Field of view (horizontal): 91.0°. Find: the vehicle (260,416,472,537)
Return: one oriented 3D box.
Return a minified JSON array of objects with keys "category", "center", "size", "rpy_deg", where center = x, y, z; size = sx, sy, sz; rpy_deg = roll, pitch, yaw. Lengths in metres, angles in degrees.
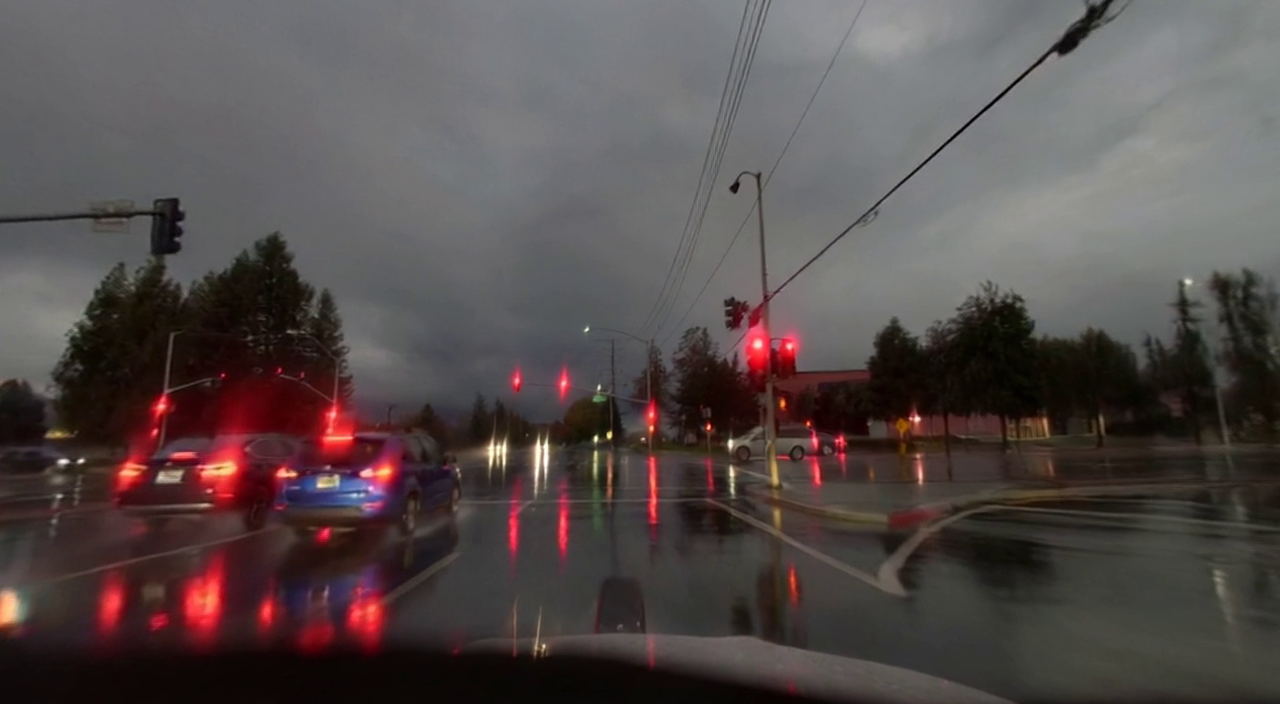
[{"category":"vehicle","center":[-4.148,1.945,10.348],"size":[1.815,1.569,3.940],"rpy_deg":[1,-9,-2]}]

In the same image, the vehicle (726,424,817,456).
[{"category":"vehicle","center":[7.421,5.008,35.876],"size":[4.884,1.714,2.021],"rpy_deg":[-1,-9,11]}]

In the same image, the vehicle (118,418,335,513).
[{"category":"vehicle","center":[-7.856,2.190,12.501],"size":[1.761,1.574,3.871],"rpy_deg":[1,-9,-2]}]
